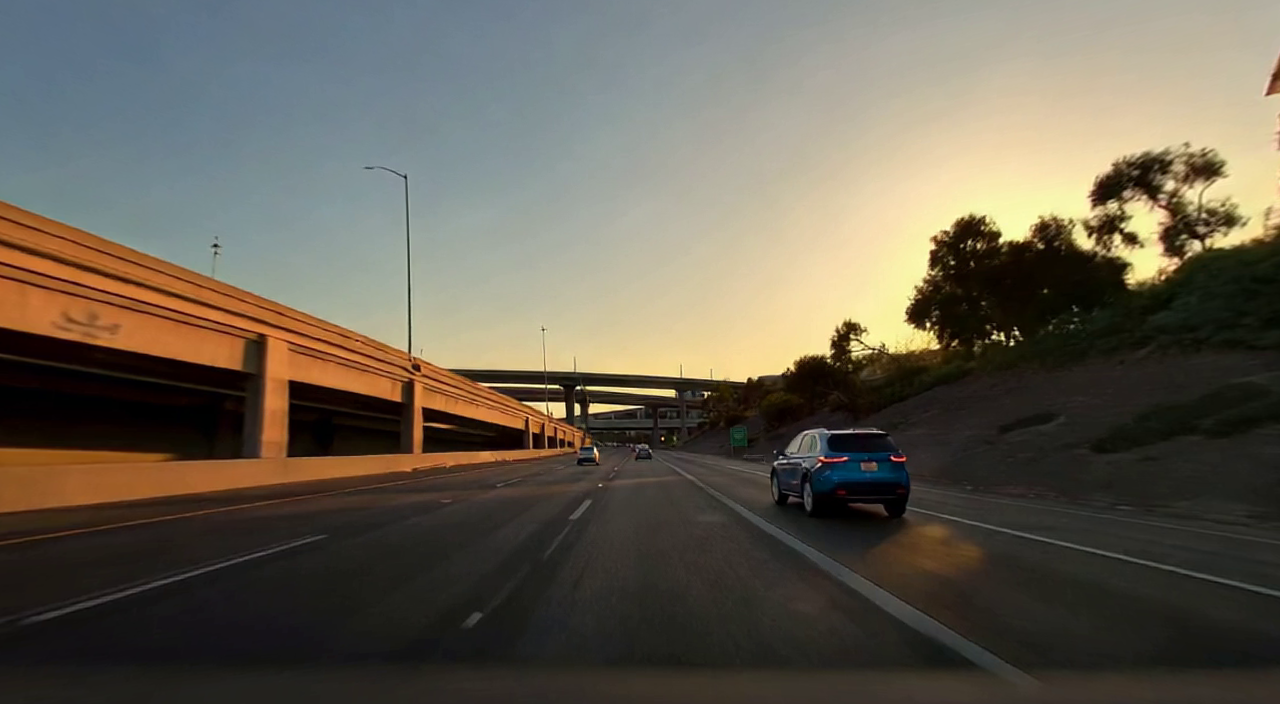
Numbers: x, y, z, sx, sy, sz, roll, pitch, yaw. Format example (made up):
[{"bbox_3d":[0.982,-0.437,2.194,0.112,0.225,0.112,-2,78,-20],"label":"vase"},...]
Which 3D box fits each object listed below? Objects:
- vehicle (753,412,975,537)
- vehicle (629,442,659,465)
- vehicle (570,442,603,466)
[{"bbox_3d":[3.803,2.186,11.927,2.288,1.841,4.779,0,-8,-2],"label":"vehicle"},{"bbox_3d":[0.248,7.655,47.691,2.132,1.657,3.967,0,-8,-2],"label":"vehicle"},{"bbox_3d":[-3.780,7.292,45.268,2.000,1.646,4.201,0,-8,-1],"label":"vehicle"}]
